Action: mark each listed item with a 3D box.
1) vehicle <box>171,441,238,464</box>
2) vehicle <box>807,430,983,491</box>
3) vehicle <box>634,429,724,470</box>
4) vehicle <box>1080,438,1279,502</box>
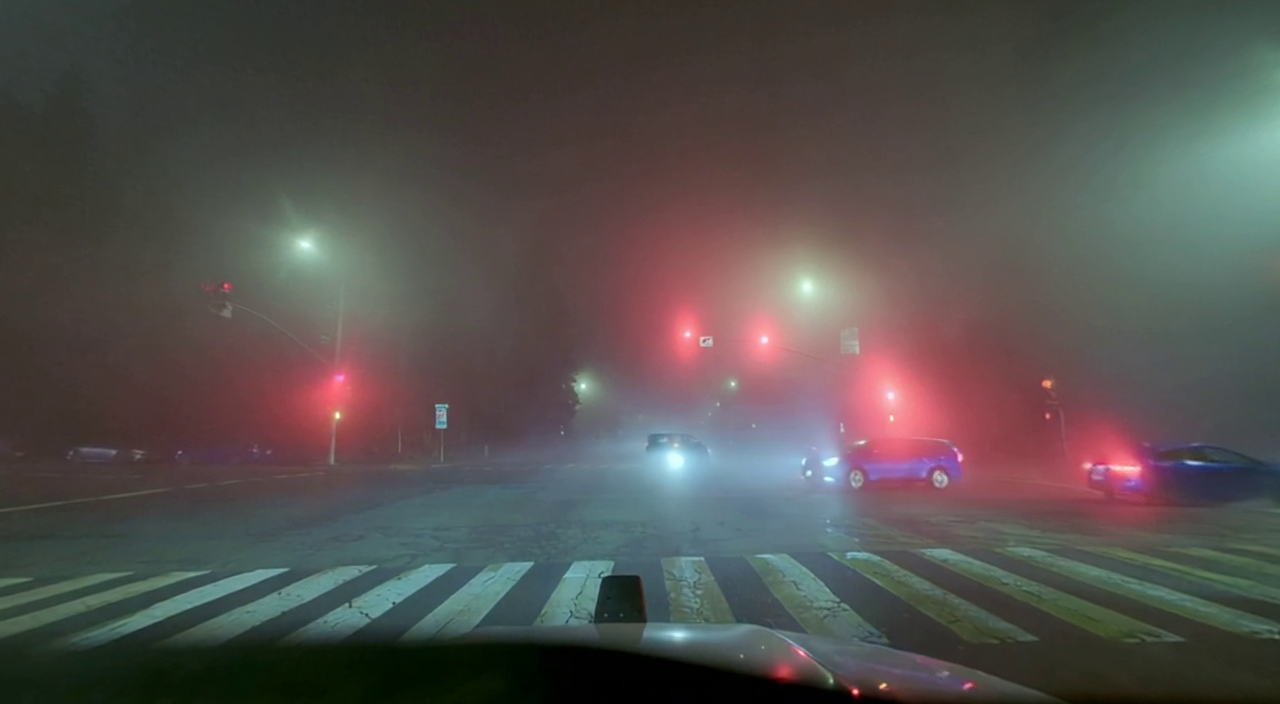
[{"bbox_3d":[-29.110,6.700,42.046,1.696,1.431,3.686,-1,-8,3],"label":"vehicle"},{"bbox_3d":[7.941,3.394,19.842,4.580,1.768,2.134,1,-8,-7],"label":"vehicle"},{"bbox_3d":[1.910,4.593,29.641,1.994,1.753,4.346,-7,-11,40],"label":"vehicle"},{"bbox_3d":[14.878,3.067,16.589,5.000,1.559,1.960,0,-8,-1],"label":"vehicle"}]
